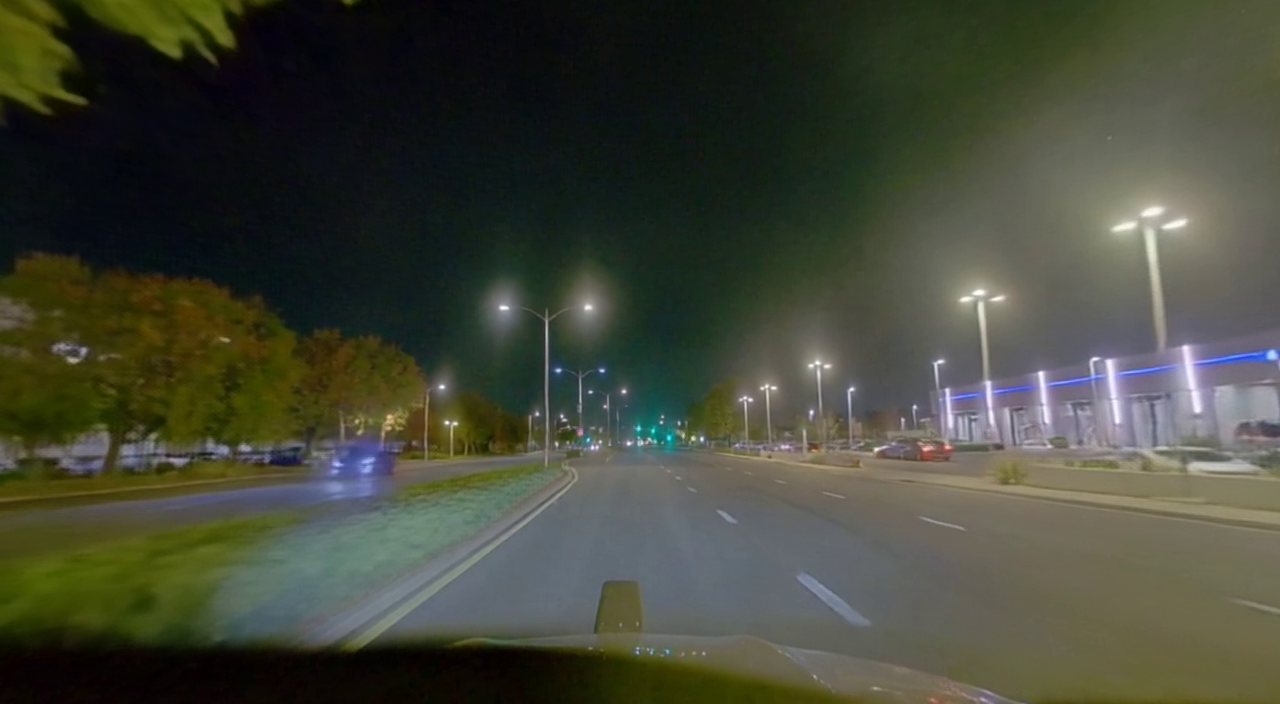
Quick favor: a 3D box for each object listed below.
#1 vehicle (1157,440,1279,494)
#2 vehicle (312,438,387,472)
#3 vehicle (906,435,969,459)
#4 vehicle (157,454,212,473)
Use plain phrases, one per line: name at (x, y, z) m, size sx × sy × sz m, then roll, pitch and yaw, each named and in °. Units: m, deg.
vehicle at (17.758, 3.414, 18.970) m, size 3.949 × 1.451 × 1.861 m, roll 4°, pitch -10°, yaw -26°
vehicle at (-16.069, 5.719, 35.301) m, size 1.875 × 1.766 × 4.824 m, roll 0°, pitch -8°, yaw 0°
vehicle at (21.039, 6.756, 44.862) m, size 1.941 × 1.511 × 4.690 m, roll -2°, pitch -9°, yaw -3°
vehicle at (-34.681, 8.465, 48.130) m, size 3.574 × 1.381 × 1.824 m, roll -4°, pitch -9°, yaw 26°
